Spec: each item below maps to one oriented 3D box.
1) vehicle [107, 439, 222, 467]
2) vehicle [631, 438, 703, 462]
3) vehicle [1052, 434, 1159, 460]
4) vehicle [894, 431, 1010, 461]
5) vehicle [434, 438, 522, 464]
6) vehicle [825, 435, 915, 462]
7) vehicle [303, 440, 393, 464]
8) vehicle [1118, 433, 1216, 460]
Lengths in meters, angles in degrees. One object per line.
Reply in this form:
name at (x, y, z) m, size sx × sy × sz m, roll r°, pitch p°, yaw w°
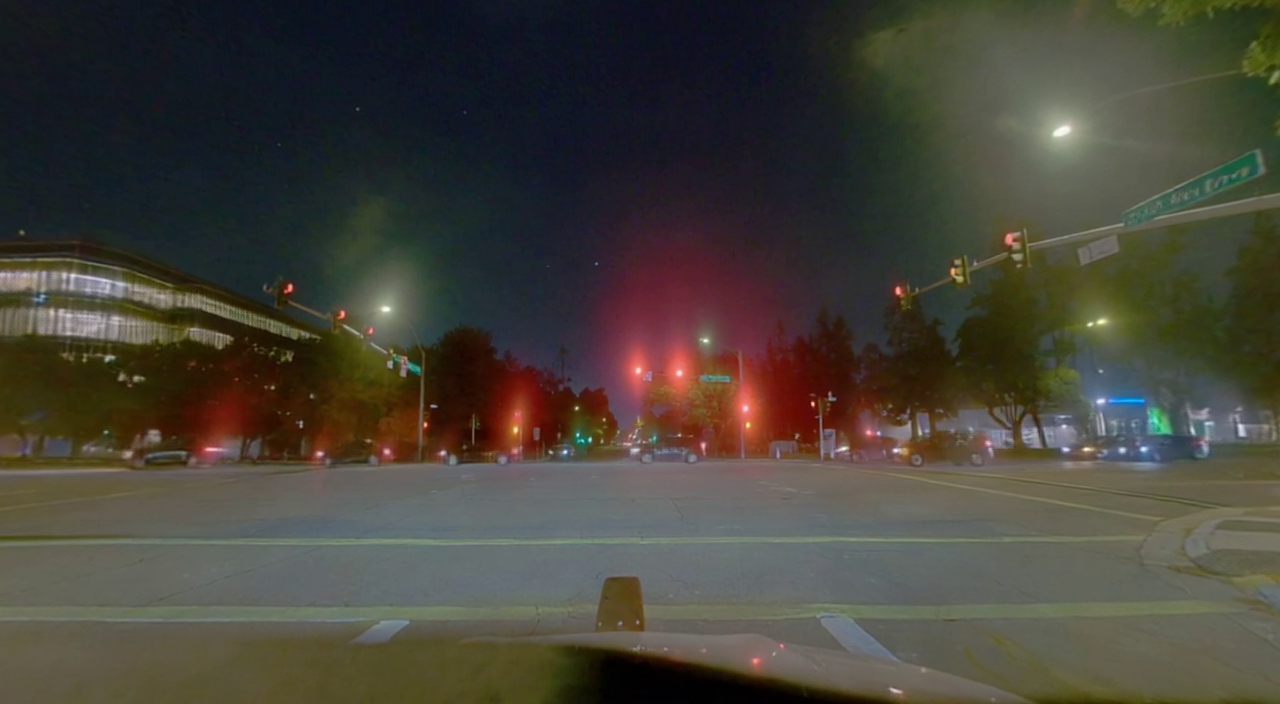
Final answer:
vehicle at (-25.259, 5.392, 33.681) m, size 4.629 × 1.423 × 1.833 m, roll -1°, pitch -9°, yaw 1°
vehicle at (1.689, 6.250, 40.283) m, size 4.443 × 1.472 × 1.794 m, roll 0°, pitch -9°, yaw 1°
vehicle at (27.121, 5.559, 36.893) m, size 4.724 × 1.452 × 1.870 m, roll 0°, pitch -9°, yaw 0°
vehicle at (19.585, 5.930, 39.883) m, size 6.133 × 1.833 × 2.155 m, roll 0°, pitch -9°, yaw 0°
vehicle at (-9.366, 5.731, 36.710) m, size 4.631 × 1.435 × 1.715 m, roll 0°, pitch -9°, yaw 0°
vehicle at (13.324, 5.593, 36.735) m, size 4.519 × 1.476 × 1.767 m, roll 0°, pitch -9°, yaw 0°
vehicle at (-18.557, 6.364, 40.270) m, size 4.759 × 1.445 × 1.865 m, roll 0°, pitch -9°, yaw 0°
vehicle at (33.683, 6.045, 40.462) m, size 4.488 × 1.667 × 1.869 m, roll 0°, pitch -9°, yaw 0°
